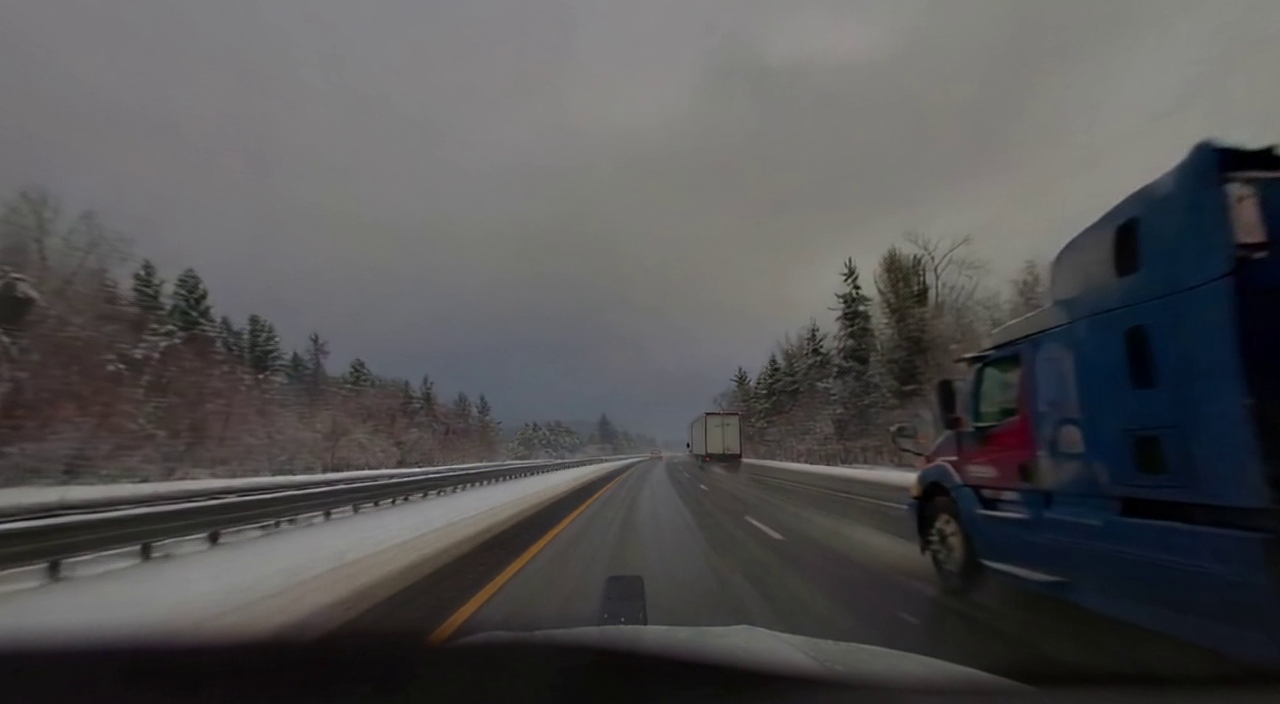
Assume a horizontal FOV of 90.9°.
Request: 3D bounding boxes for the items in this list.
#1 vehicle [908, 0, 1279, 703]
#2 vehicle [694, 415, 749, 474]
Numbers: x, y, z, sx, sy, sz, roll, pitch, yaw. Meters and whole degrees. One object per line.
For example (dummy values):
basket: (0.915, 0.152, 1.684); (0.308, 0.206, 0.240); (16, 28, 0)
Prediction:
vehicle: (4.233, 0.052, 3.210); (2.990, 3.561, 6.145); (0, -9, 1)
vehicle: (5.025, 5.907, 40.000); (2.682, 3.349, 7.138); (0, -9, 1)
